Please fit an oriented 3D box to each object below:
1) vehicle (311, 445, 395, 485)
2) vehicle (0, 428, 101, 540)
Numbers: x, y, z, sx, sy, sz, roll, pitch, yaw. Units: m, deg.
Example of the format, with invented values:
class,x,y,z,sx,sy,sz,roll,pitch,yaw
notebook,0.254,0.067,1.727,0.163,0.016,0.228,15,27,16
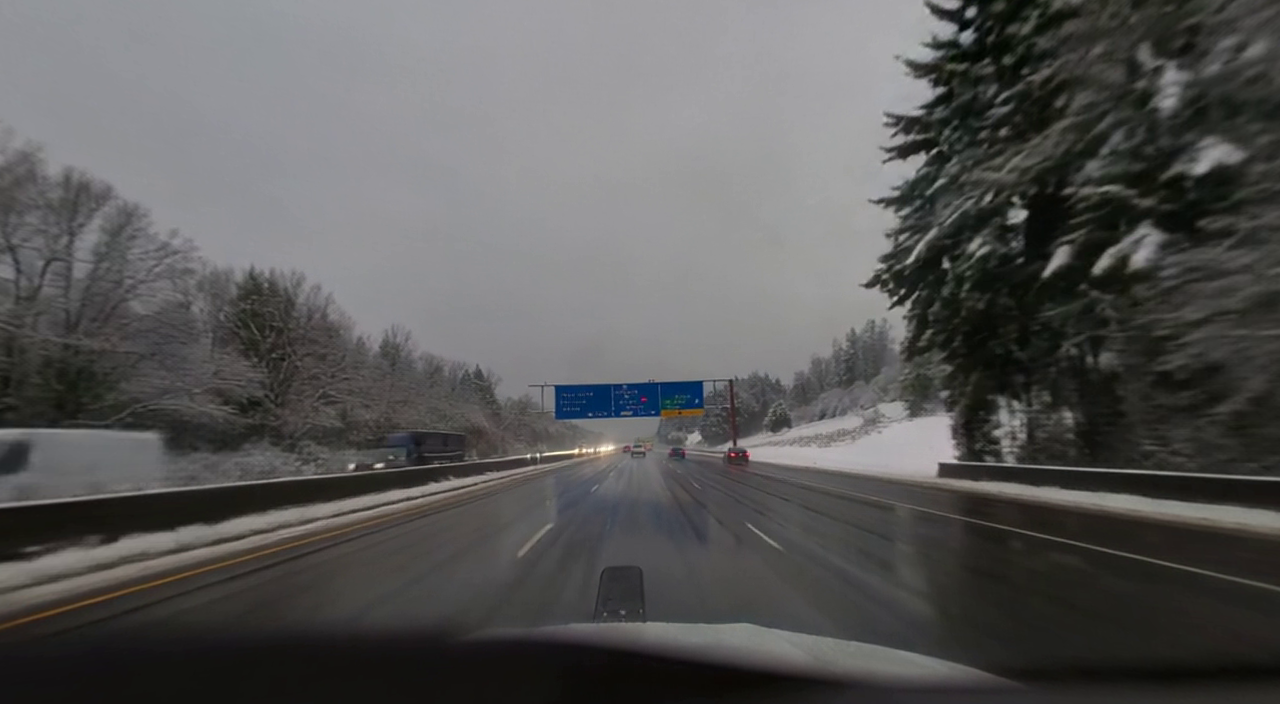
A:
class,x,y,z,sx,sy,sz,roll,pitch,yaw
vehicle,-19.221,7.586,42.658,2.444,2.485,6.531,0,-9,1
vehicle,-15.587,2.945,13.997,2.281,2.519,5.502,0,-9,0
